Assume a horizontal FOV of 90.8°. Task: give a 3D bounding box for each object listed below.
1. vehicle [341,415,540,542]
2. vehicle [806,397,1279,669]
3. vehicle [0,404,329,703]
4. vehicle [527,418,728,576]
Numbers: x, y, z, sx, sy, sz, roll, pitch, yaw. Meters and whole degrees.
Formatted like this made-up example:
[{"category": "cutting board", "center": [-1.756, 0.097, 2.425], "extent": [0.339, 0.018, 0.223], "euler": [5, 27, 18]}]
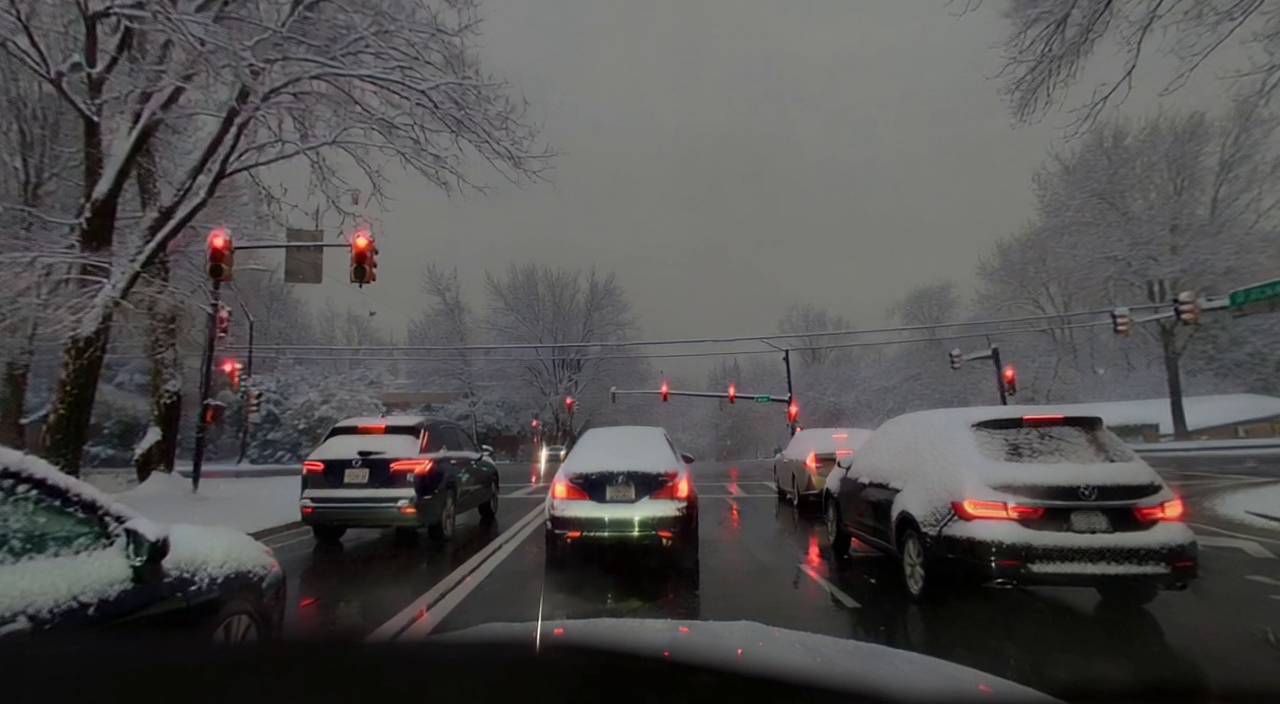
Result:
[{"category": "vehicle", "center": [-3.210, 2.138, 11.312], "extent": [2.048, 1.805, 4.405], "euler": [0, -8, 1]}, {"category": "vehicle", "center": [3.226, 1.443, 6.187], "extent": [2.006, 1.659, 4.462], "euler": [0, -8, 1]}, {"category": "vehicle", "center": [-3.343, 0.954, 2.389], "extent": [1.863, 1.495, 4.667], "euler": [0, -8, 1]}, {"category": "vehicle", "center": [-0.098, 1.806, 8.591], "extent": [2.106, 1.655, 3.717], "euler": [0, -8, 1]}]
